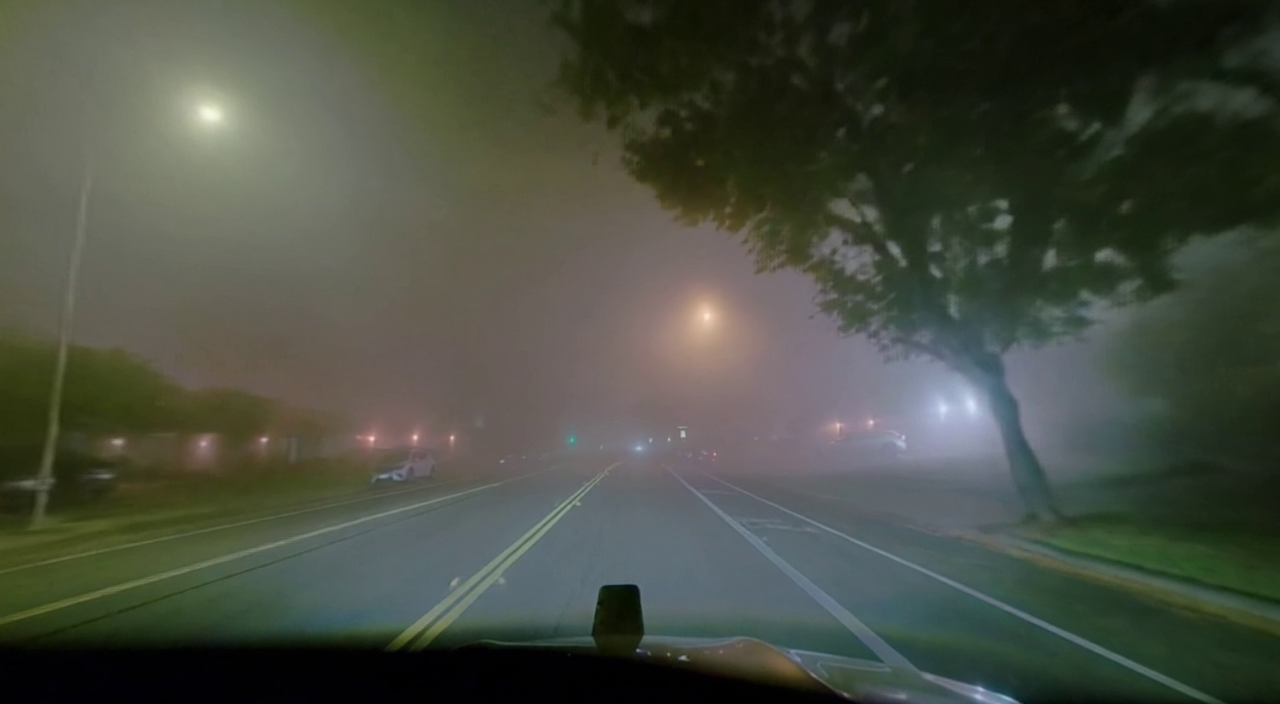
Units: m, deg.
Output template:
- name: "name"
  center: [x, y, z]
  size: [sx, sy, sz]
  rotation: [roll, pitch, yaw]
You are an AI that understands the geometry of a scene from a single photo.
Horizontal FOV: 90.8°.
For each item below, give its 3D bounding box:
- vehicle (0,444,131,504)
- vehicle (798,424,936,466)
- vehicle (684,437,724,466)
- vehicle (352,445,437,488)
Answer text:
- name: "vehicle"
  center: [-18.958, 3.752, 19.643]
  size: [4.465, 1.728, 1.904]
  rotation: [0, -8, -1]
- name: "vehicle"
  center: [12.404, 5.122, 34.862]
  size: [6.619, 1.884, 2.225]
  rotation: [-3, -8, 0]
- name: "vehicle"
  center: [4.388, 6.939, 44.109]
  size: [2.215, 1.886, 4.577]
  rotation: [1, -8, -2]
- name: "vehicle"
  center: [-10.952, 5.148, 28.559]
  size: [2.082, 1.661, 4.403]
  rotation: [-2, -10, 0]
